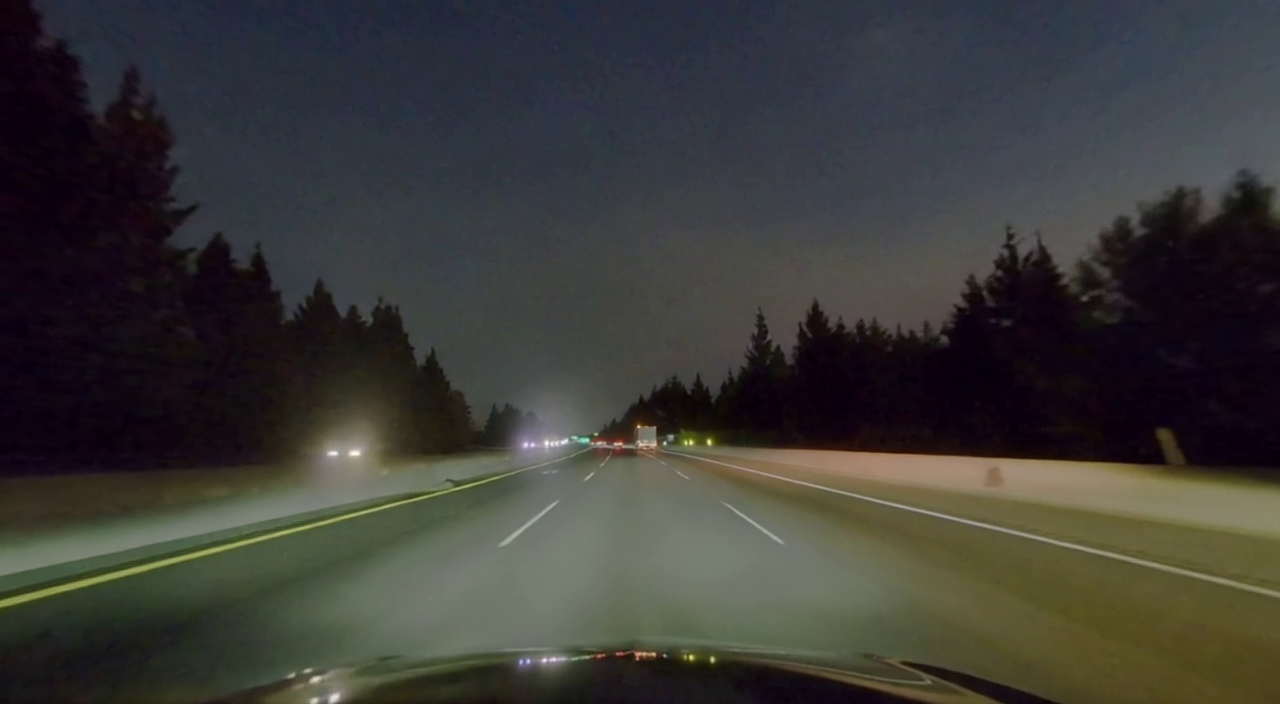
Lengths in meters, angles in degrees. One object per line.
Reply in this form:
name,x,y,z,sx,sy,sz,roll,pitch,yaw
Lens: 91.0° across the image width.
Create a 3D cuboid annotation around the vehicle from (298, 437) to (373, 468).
vehicle,-17.230,5.706,35.867,2.054,1.589,4.662,0,-8,-1
